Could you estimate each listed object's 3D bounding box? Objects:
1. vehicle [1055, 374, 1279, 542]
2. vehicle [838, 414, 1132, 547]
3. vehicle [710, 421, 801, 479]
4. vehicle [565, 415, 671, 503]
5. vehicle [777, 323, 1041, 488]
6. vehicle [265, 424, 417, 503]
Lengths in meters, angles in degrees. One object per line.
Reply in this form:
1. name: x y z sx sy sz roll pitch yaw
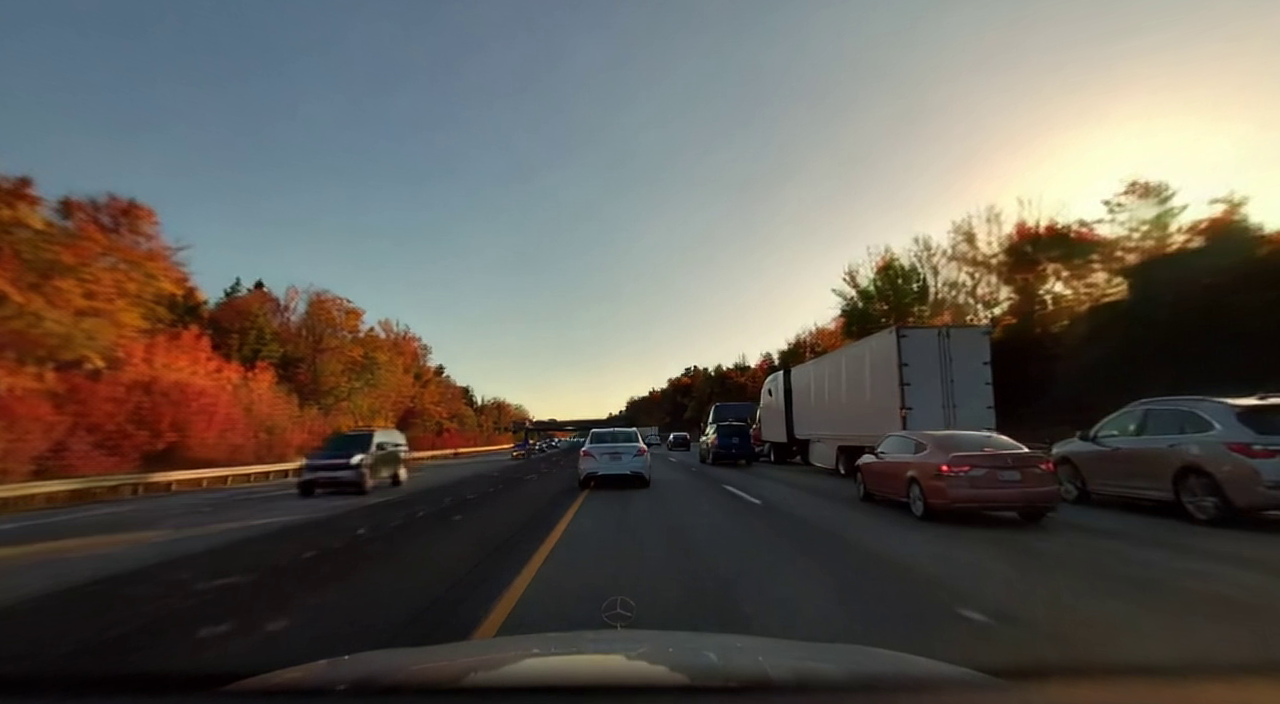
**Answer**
1. vehicle: 8.571 1.445 8.885 2.116 1.965 4.691 0 -8 -1
2. vehicle: 4.659 1.764 9.380 2.040 1.523 4.068 0 -8 -1
3. vehicle: 3.648 3.177 20.674 2.147 1.707 3.963 0 -8 -2
4. vehicle: -0.474 2.416 14.689 2.087 1.709 4.455 0 -8 -1
5. vehicle: 8.188 2.232 22.662 2.908 4.099 14.103 0 -8 -2
6. vehicle: -8.054 3.016 17.511 2.152 1.903 4.339 0 -8 -1
